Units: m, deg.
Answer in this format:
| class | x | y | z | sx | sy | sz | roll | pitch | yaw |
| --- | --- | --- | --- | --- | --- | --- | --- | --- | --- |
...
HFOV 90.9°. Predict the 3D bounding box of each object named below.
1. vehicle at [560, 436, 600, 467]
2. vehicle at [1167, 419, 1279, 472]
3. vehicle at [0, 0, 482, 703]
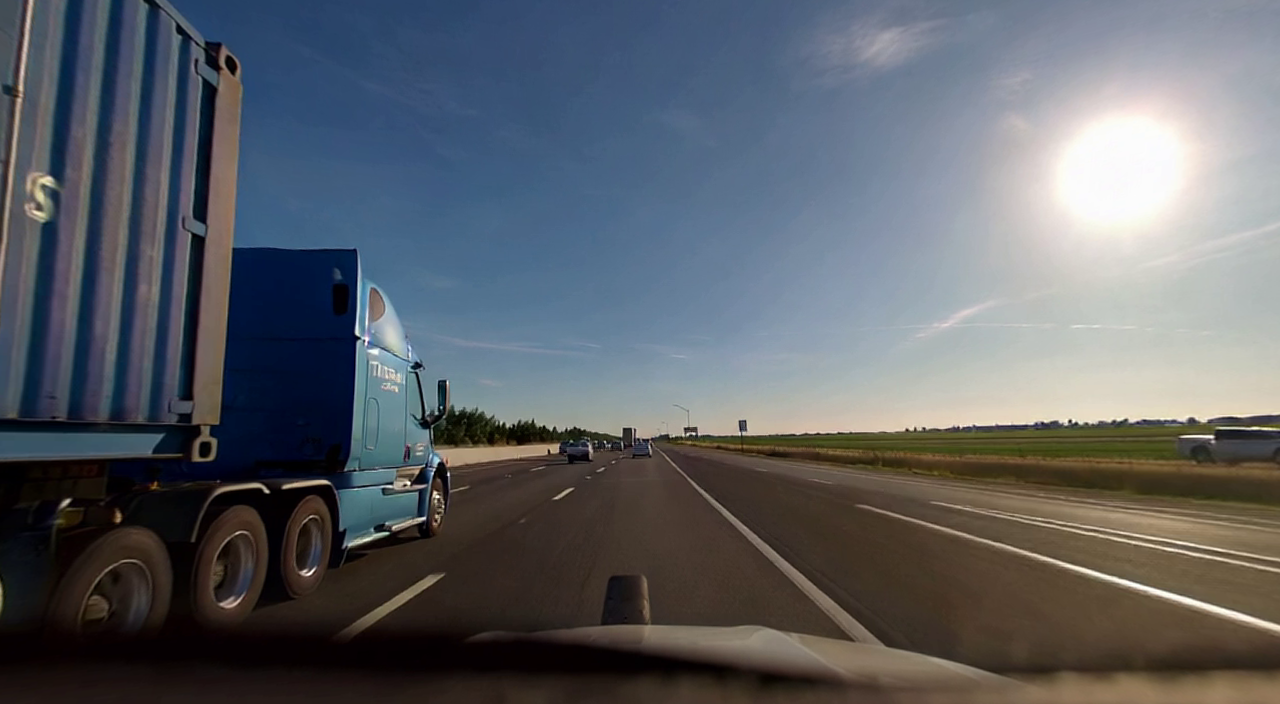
| class | x | y | z | sx | sy | sz | roll | pitch | yaw |
| --- | --- | --- | --- | --- | --- | --- | --- | --- | --- |
| vehicle | -3.554 | 6.019 | 38.153 | 1.995 | 1.745 | 4.187 | 0 | -8 | 0 |
| vehicle | 43.744 | 6.589 | 44.566 | 3.198 | 3.490 | 9.353 | 3 | -9 | -20 |
| vehicle | -3.970 | 0.210 | 5.825 | 2.987 | 3.868 | 7.576 | 0 | -8 | 0 |
